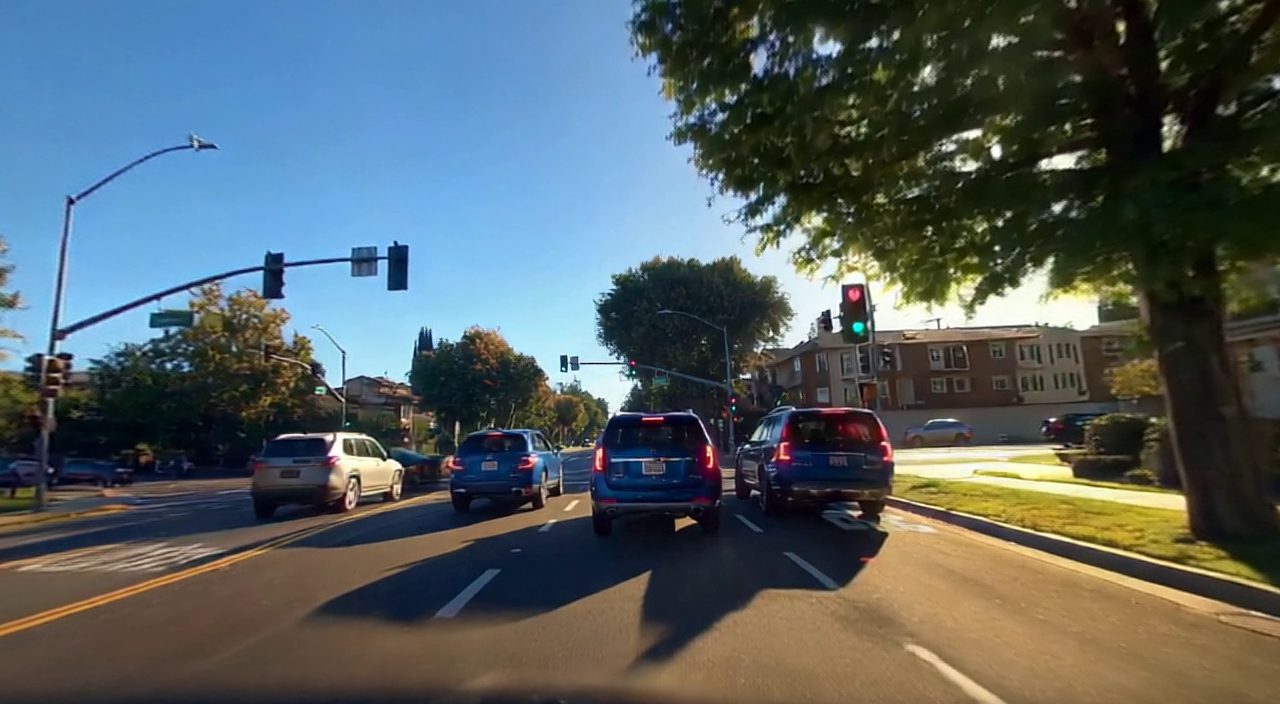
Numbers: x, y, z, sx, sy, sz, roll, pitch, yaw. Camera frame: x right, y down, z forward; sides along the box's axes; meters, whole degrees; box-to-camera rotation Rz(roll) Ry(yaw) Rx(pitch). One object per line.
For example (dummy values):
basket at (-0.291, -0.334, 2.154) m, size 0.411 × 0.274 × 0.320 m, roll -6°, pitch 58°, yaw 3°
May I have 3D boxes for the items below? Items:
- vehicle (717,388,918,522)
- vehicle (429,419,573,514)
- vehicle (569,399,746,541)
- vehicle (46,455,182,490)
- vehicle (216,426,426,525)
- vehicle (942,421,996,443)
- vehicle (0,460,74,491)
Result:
vehicle at (3.118, 2.021, 12.730) m, size 2.338 × 2.063 × 5.672 m, roll 0°, pitch -8°, yaw 0°
vehicle at (-2.735, 2.388, 13.608) m, size 2.058 × 1.659 × 4.514 m, roll -1°, pitch -8°, yaw 0°
vehicle at (0.202, 1.801, 10.169) m, size 2.235 × 1.778 × 4.178 m, roll 0°, pitch -8°, yaw 0°
vehicle at (-24.004, 5.502, 28.882) m, size 4.383 × 1.456 × 1.999 m, roll 0°, pitch -8°, yaw -1°
vehicle at (-6.236, 2.451, 13.099) m, size 2.052 × 1.664 × 4.476 m, roll 0°, pitch -8°, yaw -1°
vehicle at (23.729, 5.825, 45.621) m, size 1.830 × 1.516 × 3.943 m, roll -1°, pitch -8°, yaw 1°
vehicle at (-32.087, 6.266, 32.095) m, size 4.554 × 1.449 × 1.949 m, roll -1°, pitch -8°, yaw 0°
